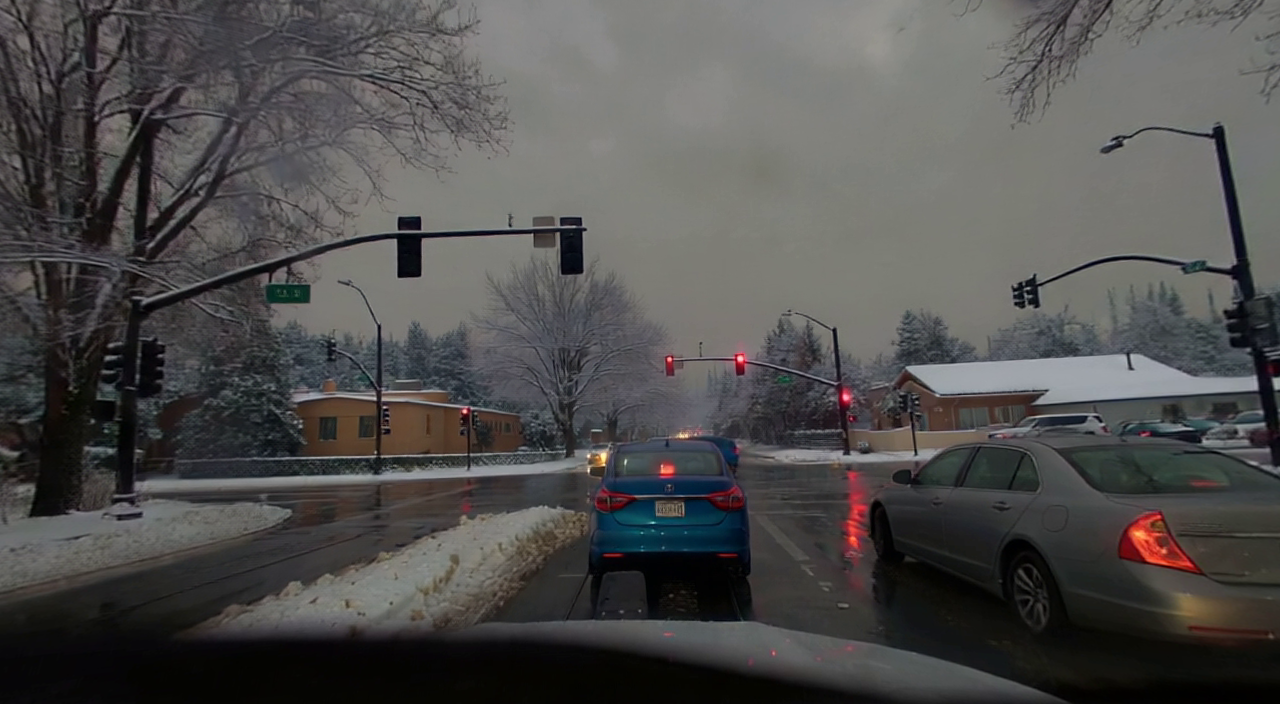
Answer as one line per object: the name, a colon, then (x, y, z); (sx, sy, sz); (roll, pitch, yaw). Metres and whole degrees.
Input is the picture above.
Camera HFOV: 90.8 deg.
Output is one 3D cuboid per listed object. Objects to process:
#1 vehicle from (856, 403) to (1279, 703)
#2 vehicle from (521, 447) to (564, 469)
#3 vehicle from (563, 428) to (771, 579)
vehicle: (3.658, 1.340, 5.441); (1.888, 1.486, 4.681); (0, -9, -1)
vehicle: (-6.921, 7.583, 45.302); (2.093, 1.476, 4.278); (-1, -9, 4)
vehicle: (0.305, 1.819, 8.319); (2.090, 1.505, 3.756); (-1, -9, 1)
